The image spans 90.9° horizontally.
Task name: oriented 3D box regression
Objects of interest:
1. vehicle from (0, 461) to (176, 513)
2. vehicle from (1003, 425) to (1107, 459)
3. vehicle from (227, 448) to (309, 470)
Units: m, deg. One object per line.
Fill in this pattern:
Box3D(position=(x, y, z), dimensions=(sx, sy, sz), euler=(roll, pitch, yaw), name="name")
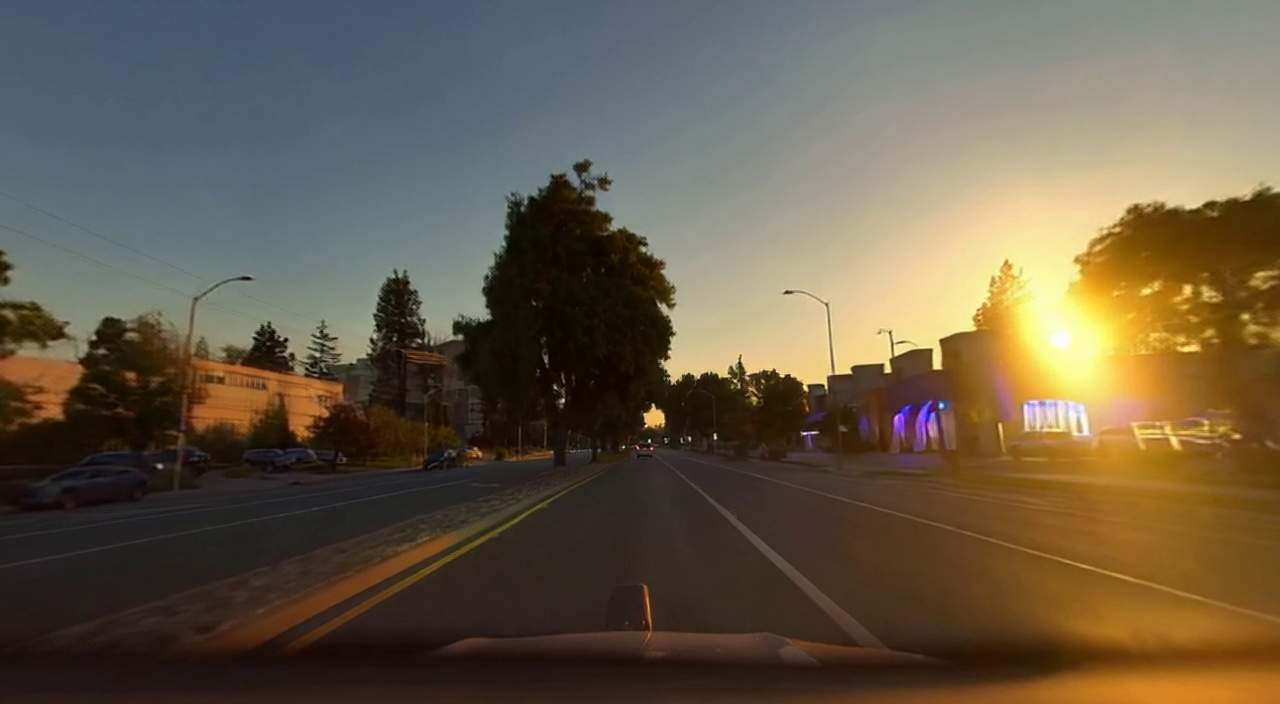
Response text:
Box3D(position=(-19.039, 4.632, 22.056), dimensions=(1.815, 1.453, 4.870), euler=(0, -8, 1), name="vehicle")
Box3D(position=(22.970, 5.048, 35.174), dimensions=(2.217, 1.737, 4.962), euler=(0, -8, -3), name="vehicle")
Box3D(position=(-26.924, 7.744, 45.724), dimensions=(4.591, 1.566, 2.133), euler=(0, -8, -1), name="vehicle")
